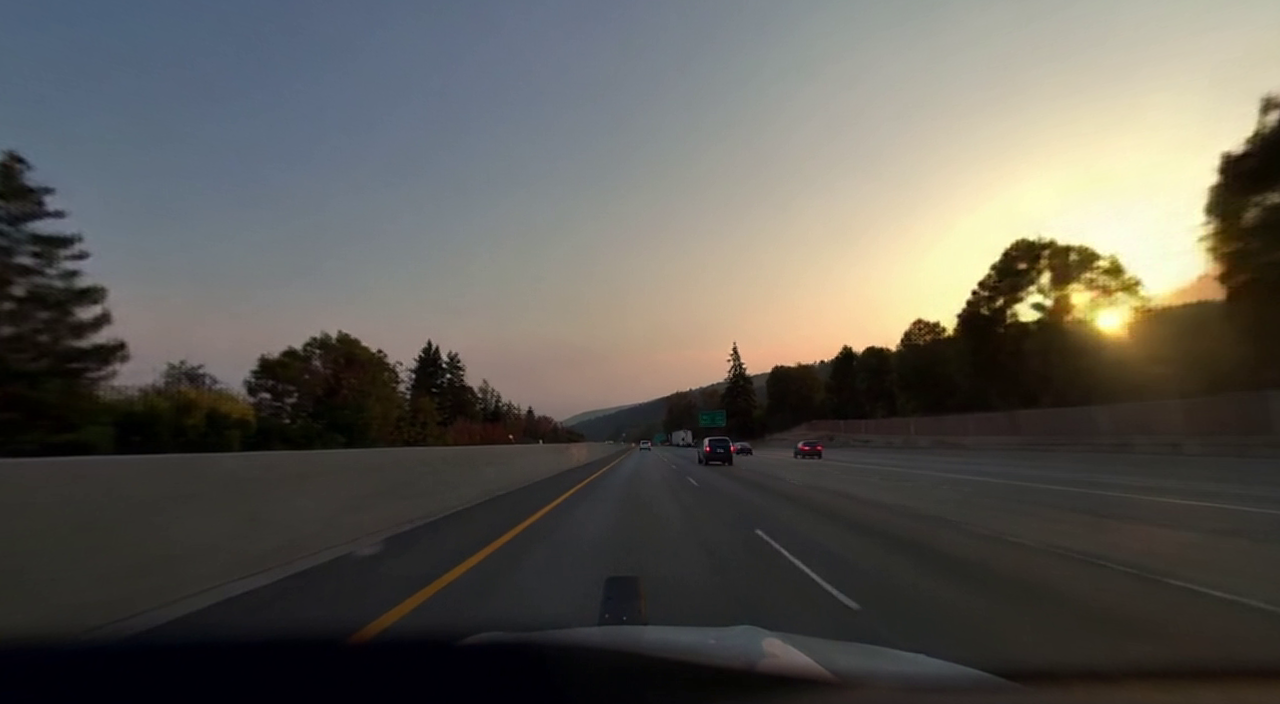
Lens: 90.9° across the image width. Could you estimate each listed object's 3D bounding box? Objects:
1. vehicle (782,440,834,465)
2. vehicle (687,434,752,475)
[{"bbox_3d":[10.365,6.217,39.211,1.970,1.479,4.480,0,-8,-1],"label":"vehicle"},{"bbox_3d":[3.436,4.541,28.111,2.326,1.644,4.206,0,-8,-1],"label":"vehicle"}]
